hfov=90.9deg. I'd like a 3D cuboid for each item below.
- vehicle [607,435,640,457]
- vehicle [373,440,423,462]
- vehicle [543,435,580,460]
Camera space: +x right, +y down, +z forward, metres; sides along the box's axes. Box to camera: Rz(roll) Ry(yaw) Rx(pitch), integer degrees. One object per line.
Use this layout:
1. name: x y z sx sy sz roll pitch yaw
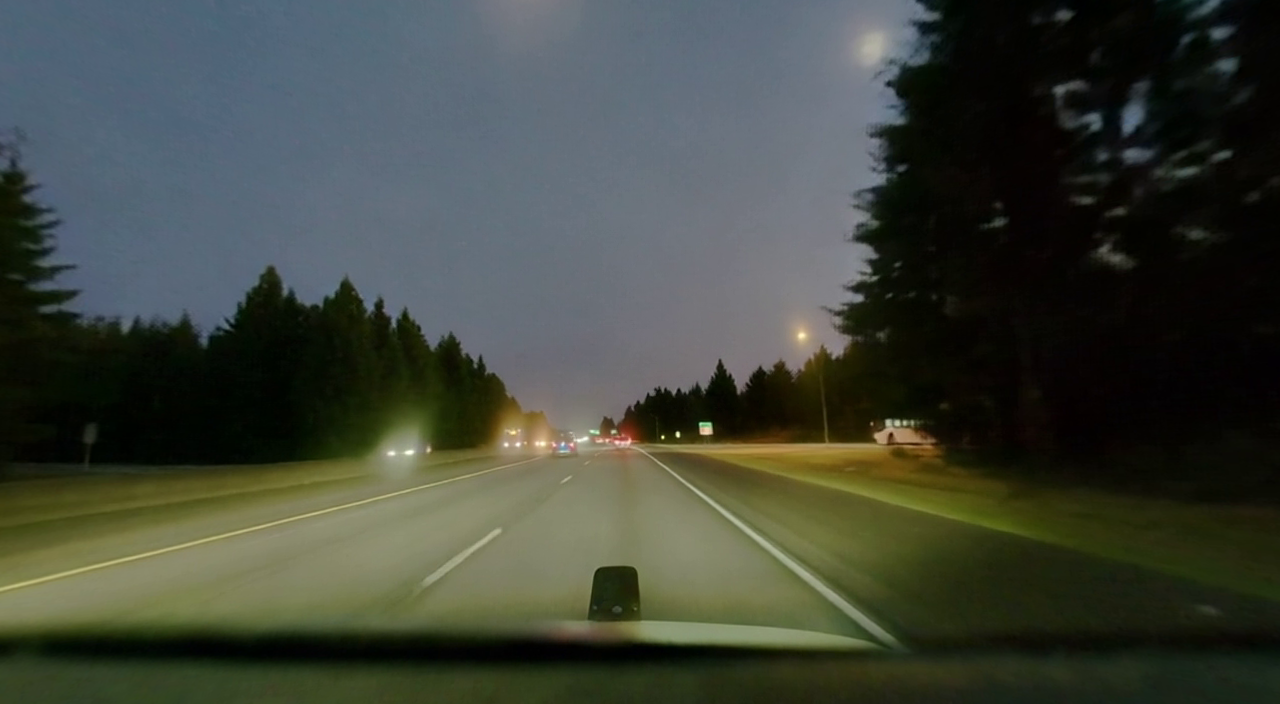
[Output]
1. vehicle: -1.107 6.478 43.645 2.162 1.460 4.242 0 -8 -1
2. vehicle: -17.086 6.970 44.668 1.897 1.479 4.203 0 -8 -1
3. vehicle: -4.906 5.993 39.748 1.907 1.445 4.049 0 -8 -2
